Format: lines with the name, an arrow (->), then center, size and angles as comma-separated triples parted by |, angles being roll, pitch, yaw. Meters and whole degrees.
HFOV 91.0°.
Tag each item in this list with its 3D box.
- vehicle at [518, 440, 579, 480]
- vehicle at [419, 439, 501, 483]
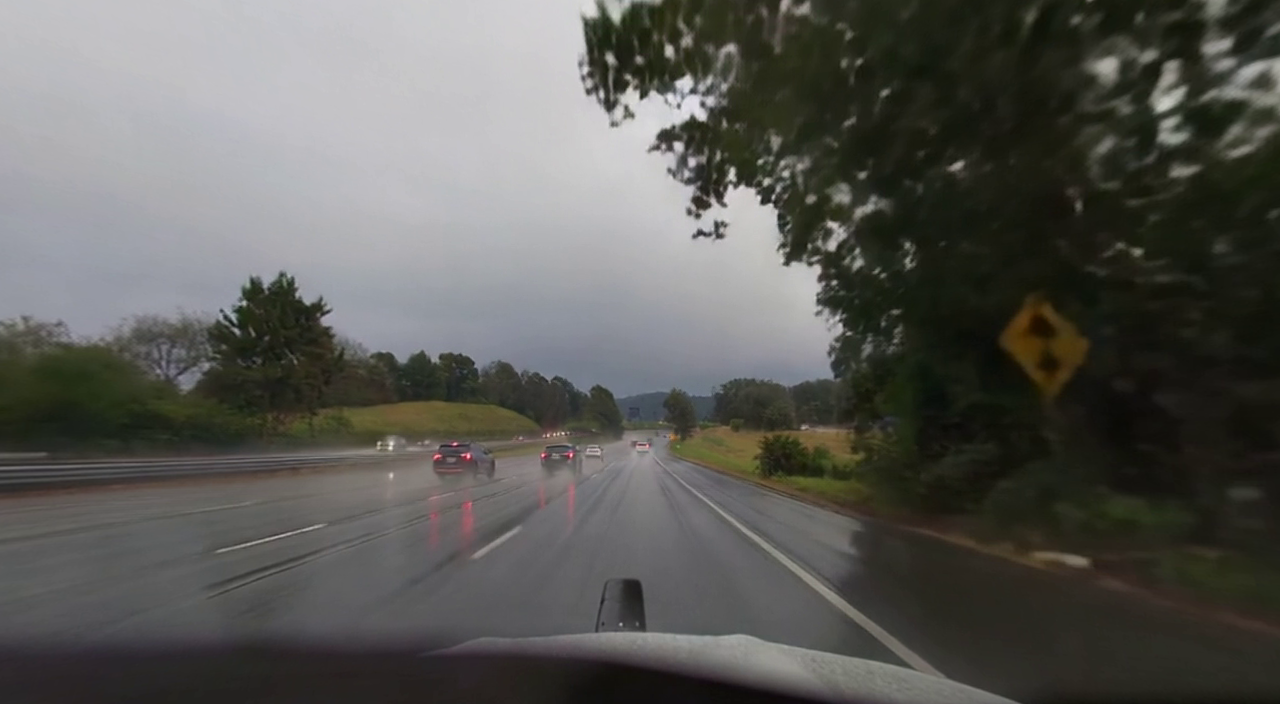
vehicle -> -4.107, 4.935, 29.020 | 2.035, 1.673, 4.469 | 0, -9, 1
vehicle -> -7.576, 4.629, 27.047 | 2.108, 1.686, 4.556 | 0, -9, 1
